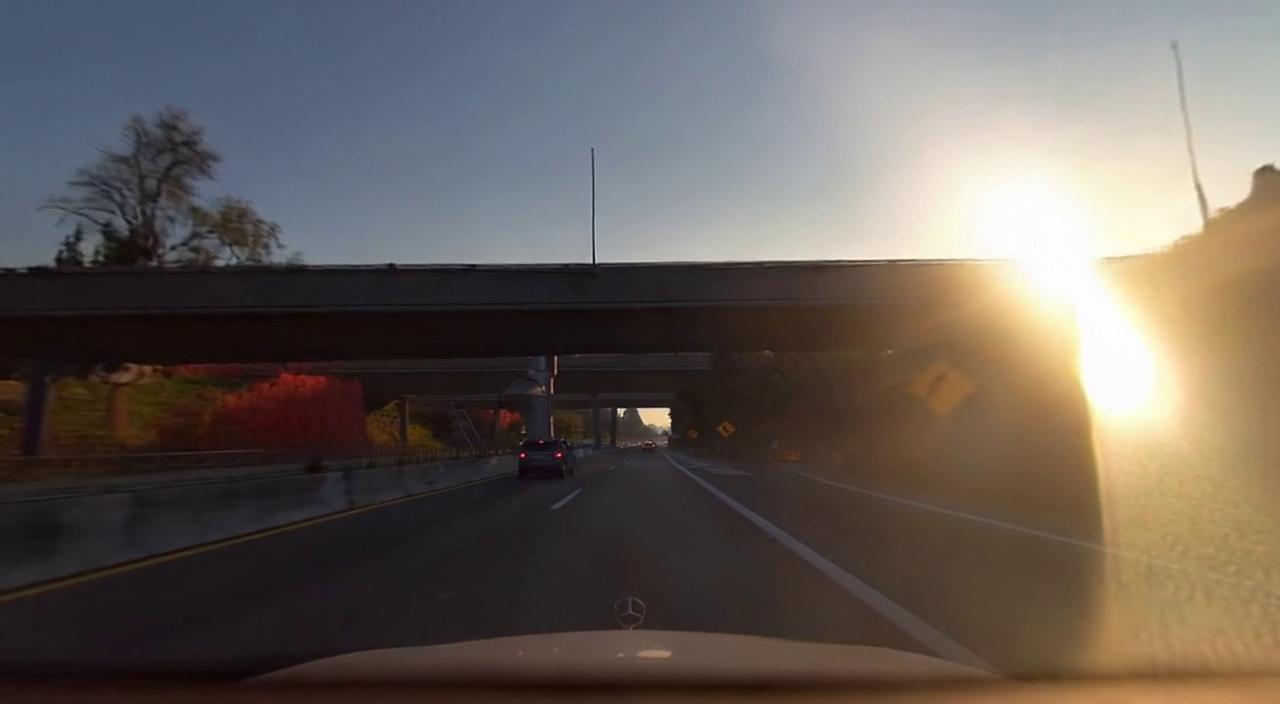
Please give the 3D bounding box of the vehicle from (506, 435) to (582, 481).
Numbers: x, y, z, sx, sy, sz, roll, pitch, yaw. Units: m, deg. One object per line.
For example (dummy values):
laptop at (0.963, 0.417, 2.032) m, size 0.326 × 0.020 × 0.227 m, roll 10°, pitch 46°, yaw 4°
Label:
vehicle at (-3.415, 3.852, 23.196) m, size 2.051 × 1.531 × 4.250 m, roll 0°, pitch -8°, yaw 1°
